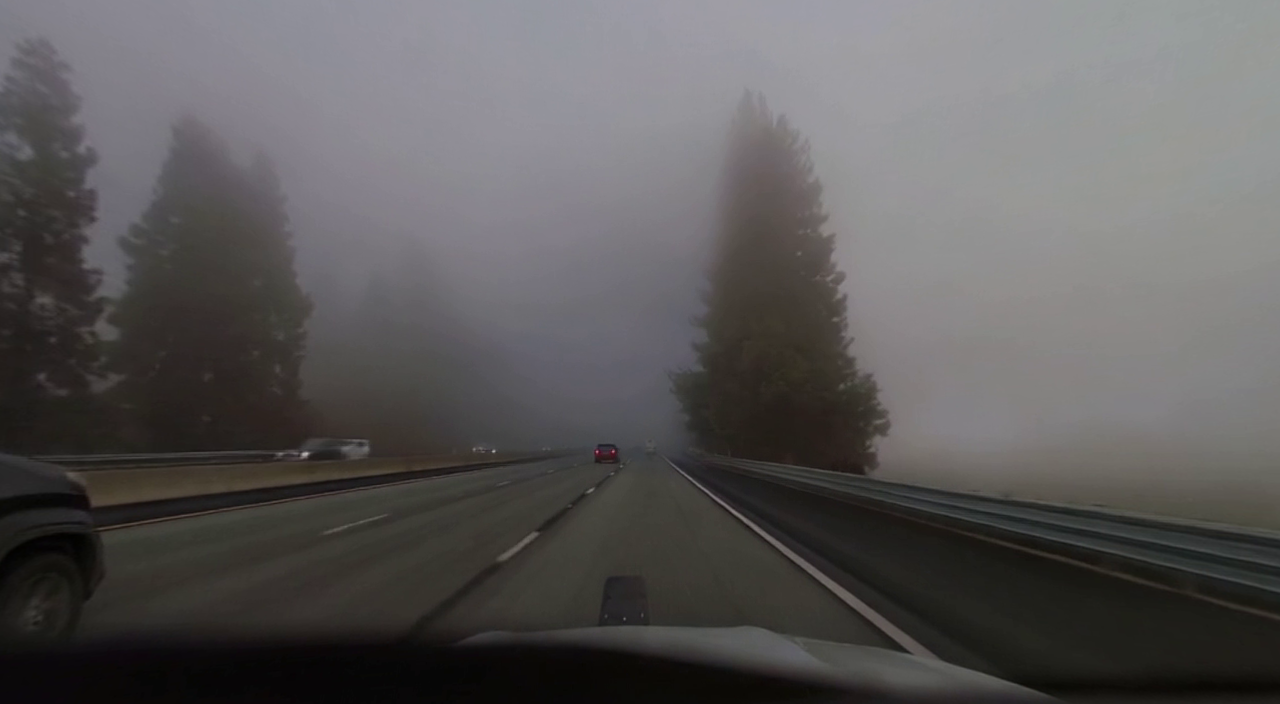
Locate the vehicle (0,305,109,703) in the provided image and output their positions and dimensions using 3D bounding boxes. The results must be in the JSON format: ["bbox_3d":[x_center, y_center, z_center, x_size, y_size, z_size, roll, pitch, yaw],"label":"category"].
[{"bbox_3d":[-4.131,0.422,0.345,2.316,1.970,5.966,0,-8,2],"label":"vehicle"}]

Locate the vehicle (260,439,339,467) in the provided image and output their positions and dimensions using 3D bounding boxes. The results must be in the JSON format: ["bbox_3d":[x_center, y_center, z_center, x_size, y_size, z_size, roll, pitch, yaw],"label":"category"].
[{"bbox_3d":[-21.010,6.222,39.184,1.972,1.625,4.971,0,-8,2],"label":"vehicle"}]
